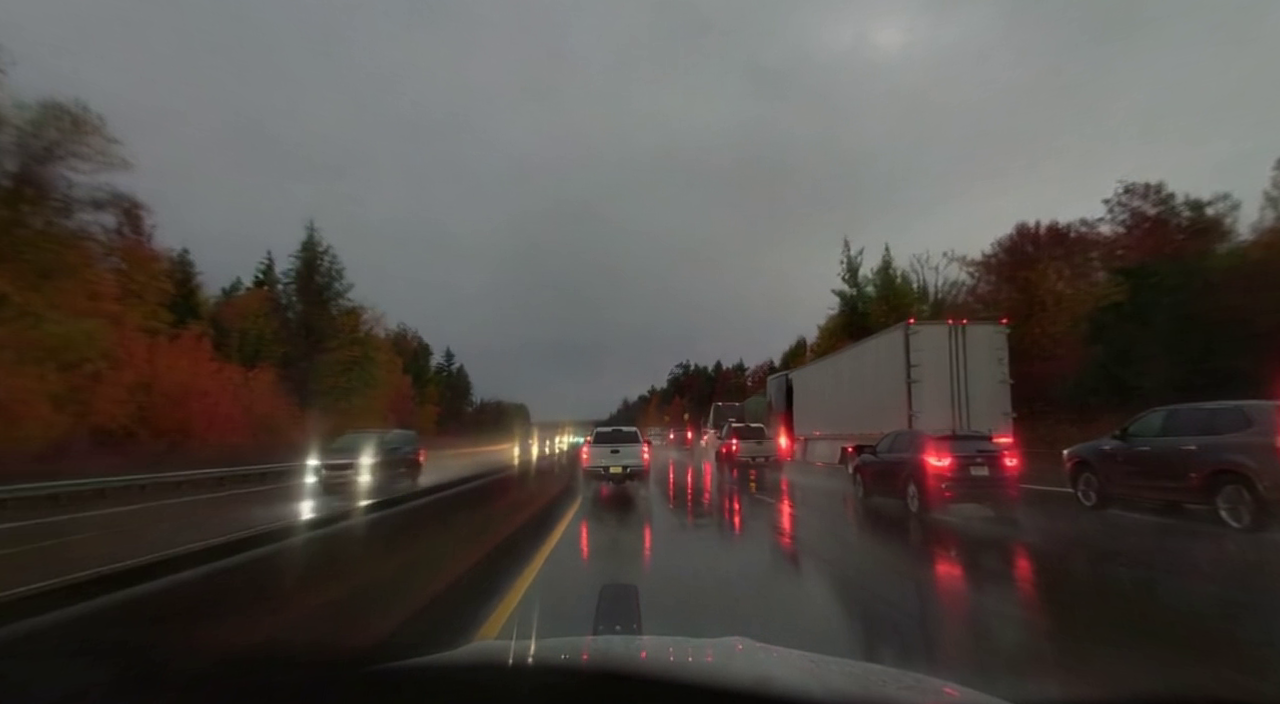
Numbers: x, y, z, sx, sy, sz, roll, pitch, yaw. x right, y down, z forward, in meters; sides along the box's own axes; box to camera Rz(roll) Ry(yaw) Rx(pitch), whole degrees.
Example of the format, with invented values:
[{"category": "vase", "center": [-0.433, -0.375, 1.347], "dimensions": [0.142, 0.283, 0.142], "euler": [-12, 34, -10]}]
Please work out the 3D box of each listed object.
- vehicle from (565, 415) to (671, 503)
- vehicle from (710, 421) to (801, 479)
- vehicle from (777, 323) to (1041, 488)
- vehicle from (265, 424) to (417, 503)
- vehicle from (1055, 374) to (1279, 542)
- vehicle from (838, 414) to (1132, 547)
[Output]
[{"category": "vehicle", "center": [-0.474, 2.416, 14.689], "dimensions": [2.087, 1.709, 4.455], "euler": [0, -8, -1]}, {"category": "vehicle", "center": [3.648, 3.177, 20.674], "dimensions": [2.147, 1.707, 3.963], "euler": [0, -8, -2]}, {"category": "vehicle", "center": [8.188, 2.232, 22.662], "dimensions": [2.908, 4.099, 14.103], "euler": [0, -8, -2]}, {"category": "vehicle", "center": [-8.054, 3.016, 17.511], "dimensions": [2.152, 1.903, 4.339], "euler": [0, -8, -1]}, {"category": "vehicle", "center": [8.571, 1.445, 8.885], "dimensions": [2.116, 1.965, 4.691], "euler": [0, -8, -1]}, {"category": "vehicle", "center": [4.659, 1.764, 9.380], "dimensions": [2.040, 1.523, 4.068], "euler": [0, -8, -1]}]
